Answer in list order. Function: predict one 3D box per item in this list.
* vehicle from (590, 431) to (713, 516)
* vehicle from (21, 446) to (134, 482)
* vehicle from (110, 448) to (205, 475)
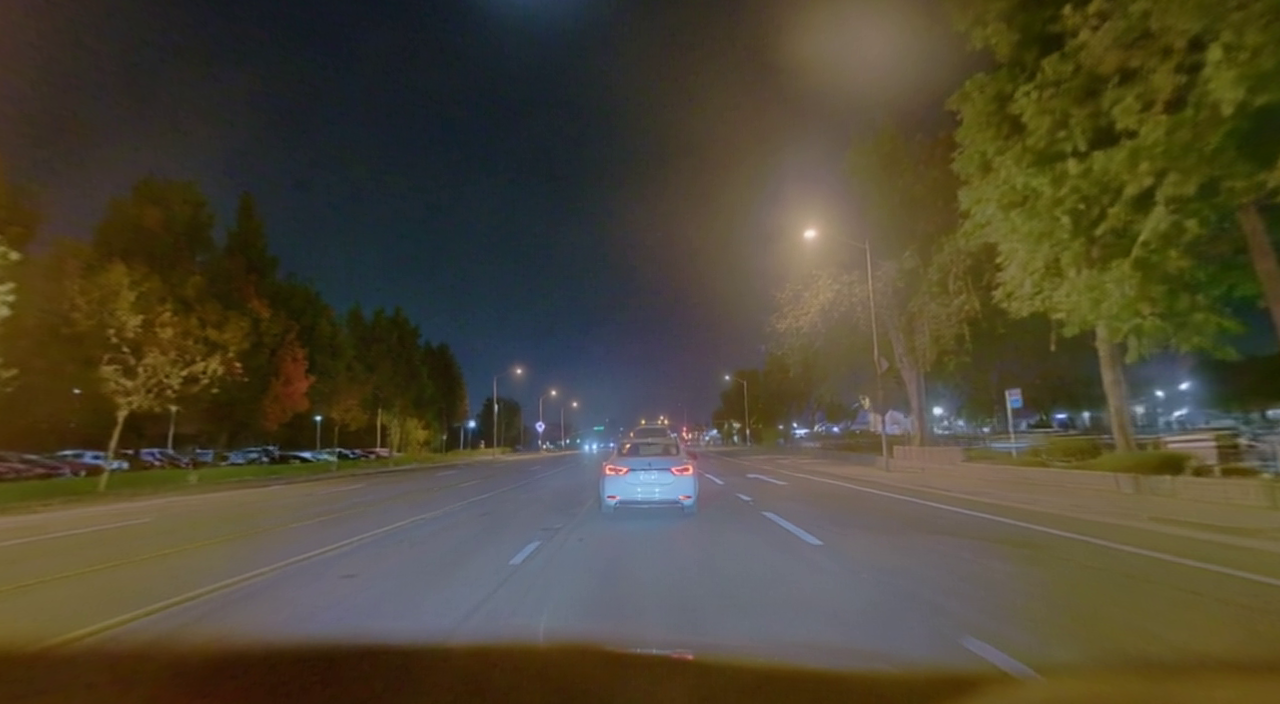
[{"bbox_3d":[0.160,2.381,12.857,2.093,1.442,3.977,0,-8,-1],"label":"vehicle"},{"bbox_3d":[-30.247,6.021,34.014,4.266,1.600,1.877,-3,-8,-2],"label":"vehicle"},{"bbox_3d":[-30.004,6.802,39.274,4.342,1.621,1.967,-1,-8,5],"label":"vehicle"}]
